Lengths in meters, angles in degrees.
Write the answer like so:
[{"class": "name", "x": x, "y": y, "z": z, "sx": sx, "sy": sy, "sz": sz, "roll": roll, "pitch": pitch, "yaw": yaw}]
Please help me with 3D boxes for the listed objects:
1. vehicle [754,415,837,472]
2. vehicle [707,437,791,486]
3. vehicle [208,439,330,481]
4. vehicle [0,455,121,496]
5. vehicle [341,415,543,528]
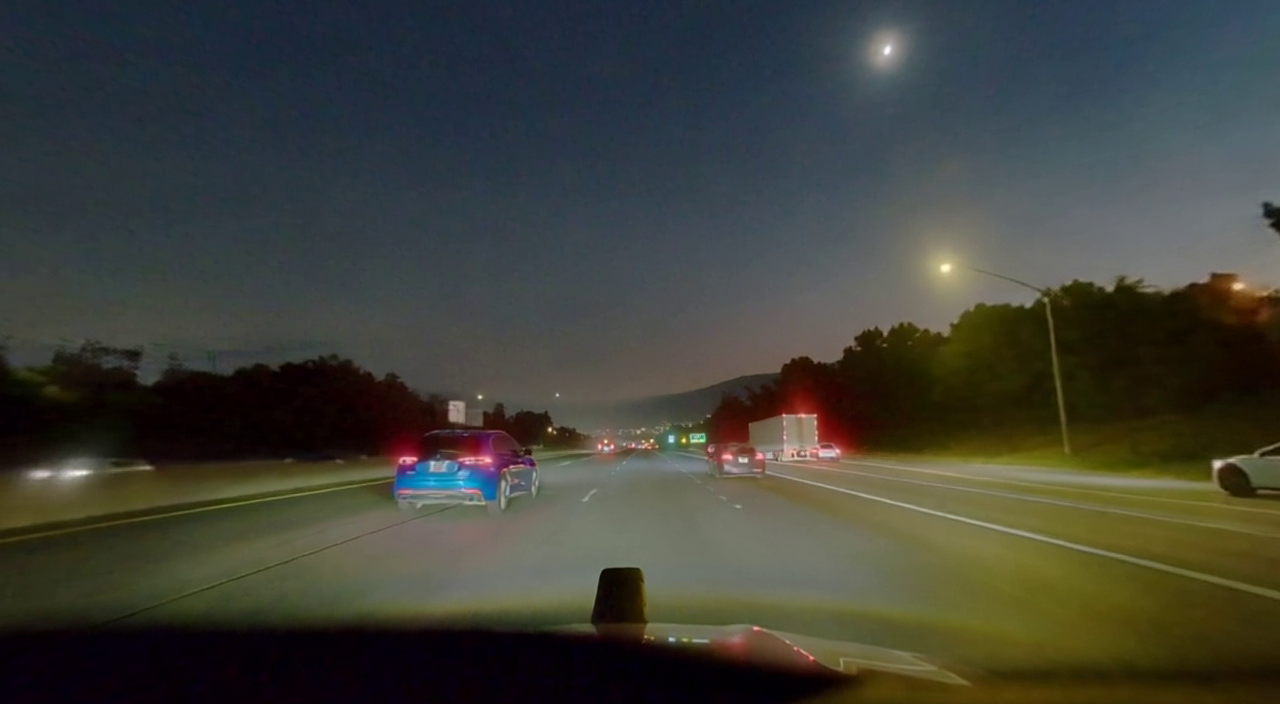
[{"class": "vehicle", "x": 7.685, "y": 4.634, "z": 31.911, "sx": 2.729, "sy": 2.628, "sz": 4.875, "roll": 0, "pitch": -9, "yaw": -2}, {"class": "vehicle", "x": 3.645, "y": 3.772, "z": 22.041, "sx": 2.080, "sy": 1.493, "sz": 4.674, "roll": 0, "pitch": -9, "yaw": -1}, {"class": "vehicle", "x": -15.870, "y": 4.647, "z": 27.413, "sx": 2.054, "sy": 1.601, "sz": 5.275, "roll": 0, "pitch": -9, "yaw": 1}, {"class": "vehicle", "x": -26.518, "y": 5.509, "z": 28.537, "sx": 2.027, "sy": 1.614, "sz": 4.719, "roll": 0, "pitch": -9, "yaw": 0}, {"class": "vehicle", "x": -3.526, "y": 2.279, "z": 12.595, "sx": 2.218, "sy": 1.764, "sz": 5.229, "roll": 0, "pitch": -9, "yaw": 2}]
